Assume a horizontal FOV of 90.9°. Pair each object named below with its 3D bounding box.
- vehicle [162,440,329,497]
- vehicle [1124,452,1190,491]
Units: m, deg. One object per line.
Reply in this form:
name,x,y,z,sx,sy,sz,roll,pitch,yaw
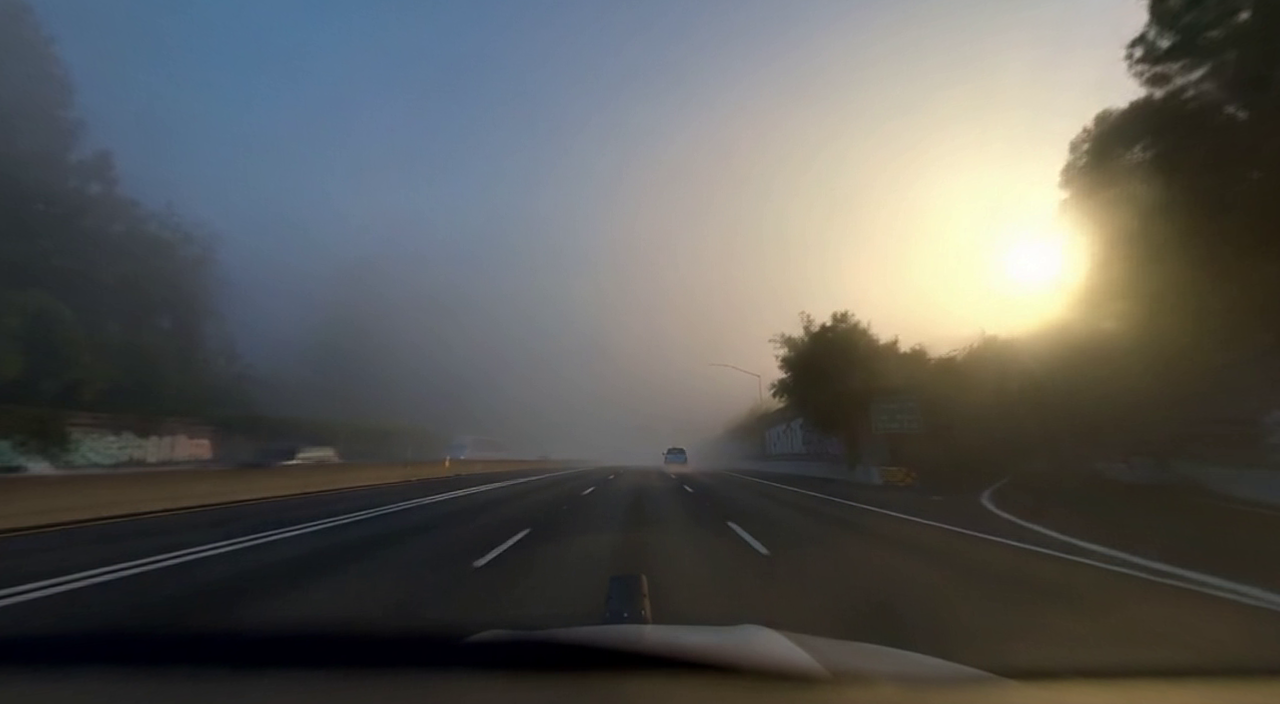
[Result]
vehicle,-12.453,3.704,20.443,2.015,1.589,5.138,0,-9,1
vehicle,22.781,5.208,27.758,2.008,1.534,3.912,-7,-11,39
